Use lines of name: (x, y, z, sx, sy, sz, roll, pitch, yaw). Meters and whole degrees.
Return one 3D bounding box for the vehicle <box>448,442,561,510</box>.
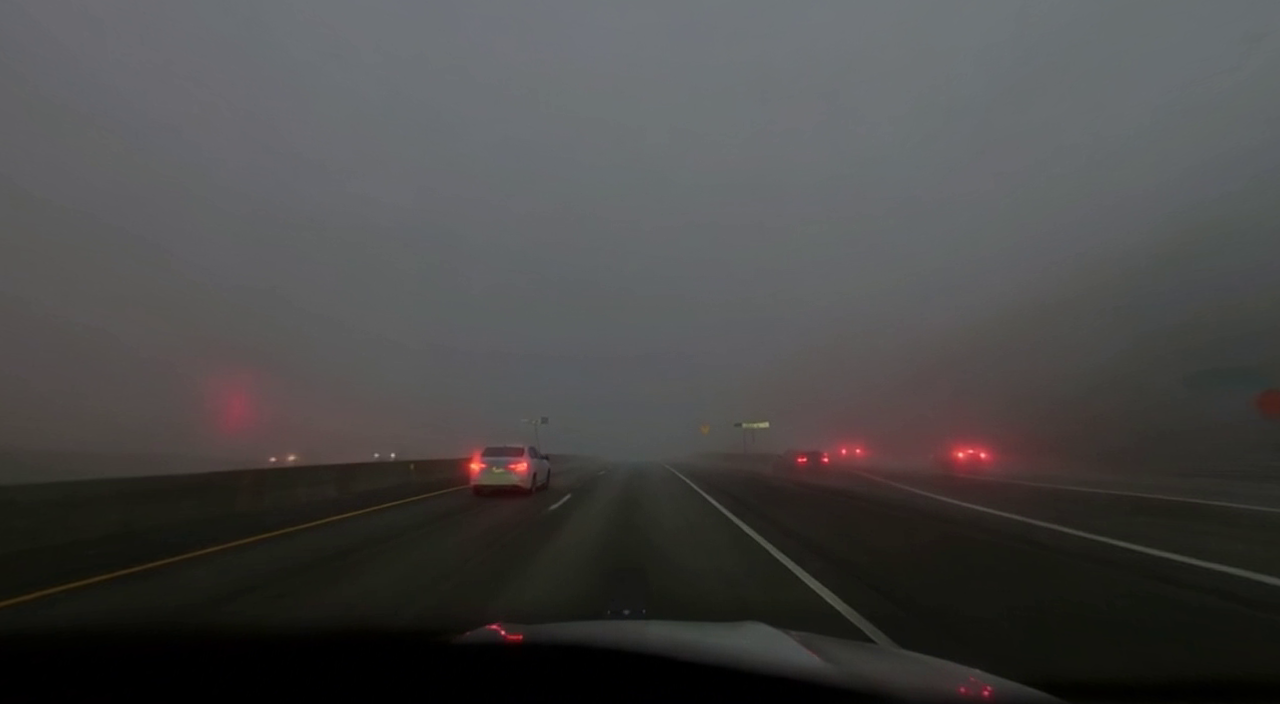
vehicle: (-3.298, 3.080, 16.176, 1.968, 1.504, 3.892, 0, -8, 1)
